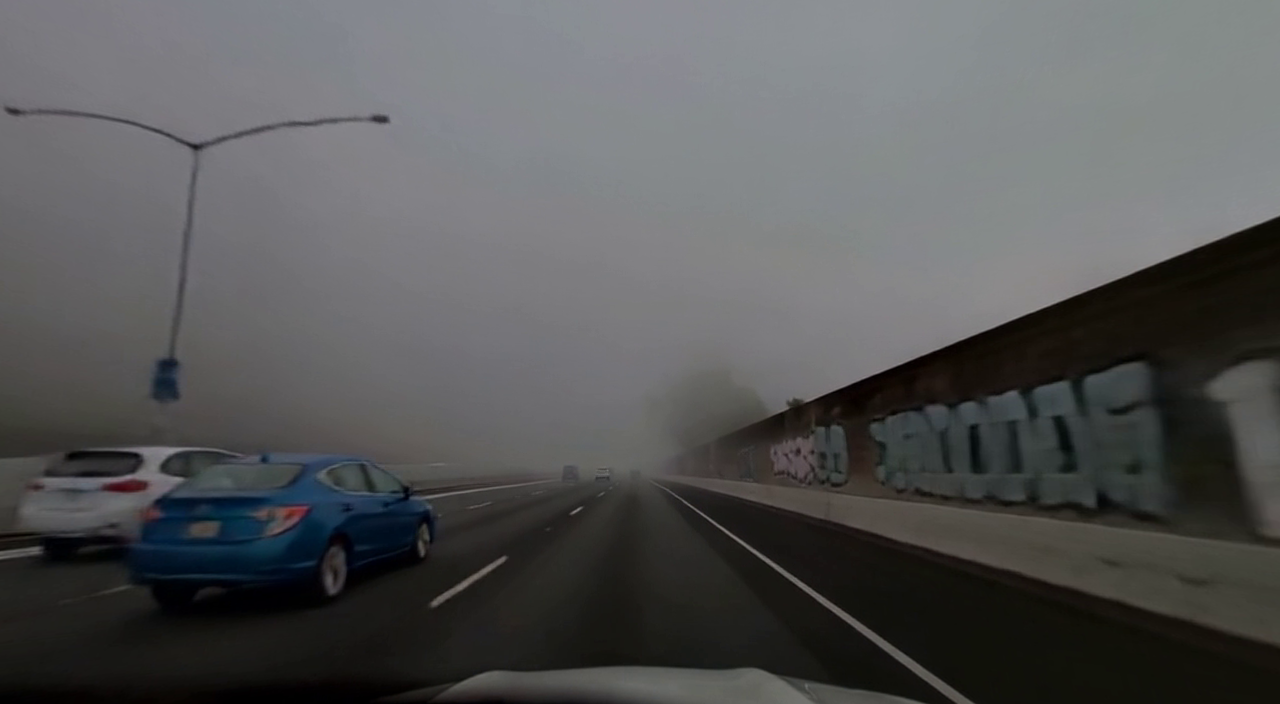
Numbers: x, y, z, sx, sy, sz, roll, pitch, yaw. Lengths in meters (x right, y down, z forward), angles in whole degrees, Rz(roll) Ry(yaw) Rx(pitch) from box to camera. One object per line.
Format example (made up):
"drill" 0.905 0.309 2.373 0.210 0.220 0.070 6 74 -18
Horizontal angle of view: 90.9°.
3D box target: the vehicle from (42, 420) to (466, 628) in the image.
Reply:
"vehicle" -3.846 1.844 7.562 2.173 1.696 4.462 1 -10 1
